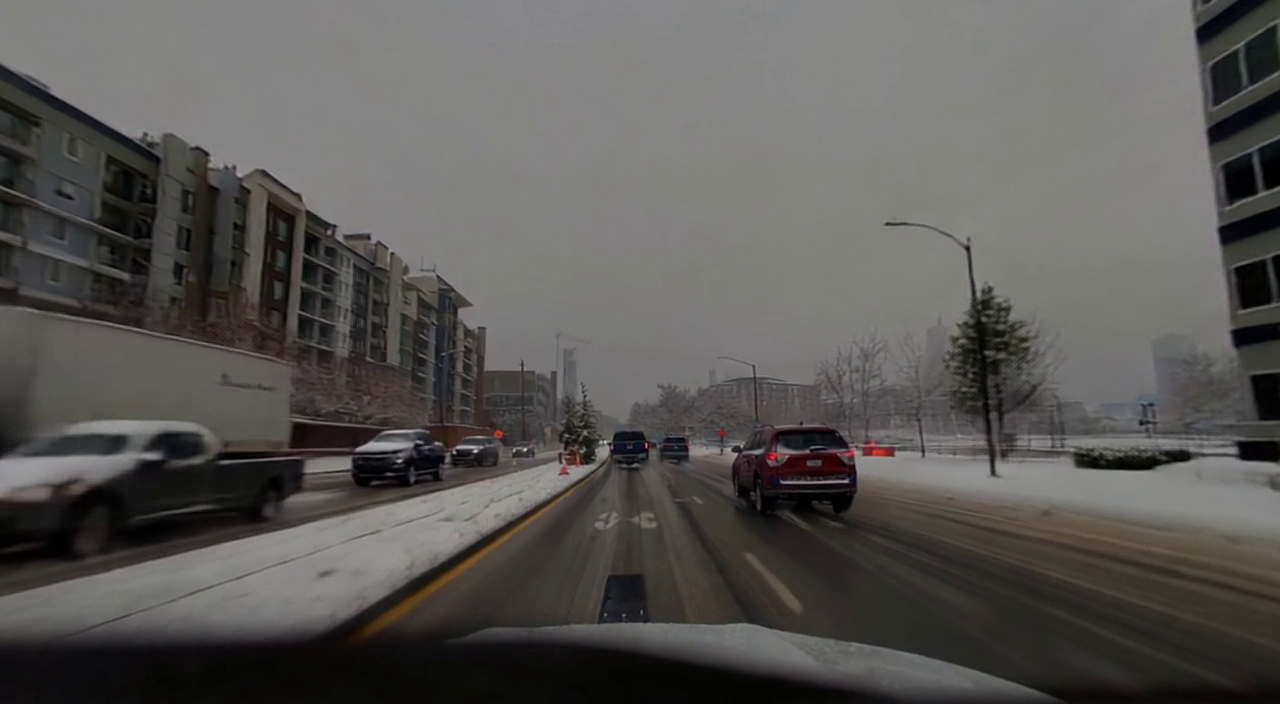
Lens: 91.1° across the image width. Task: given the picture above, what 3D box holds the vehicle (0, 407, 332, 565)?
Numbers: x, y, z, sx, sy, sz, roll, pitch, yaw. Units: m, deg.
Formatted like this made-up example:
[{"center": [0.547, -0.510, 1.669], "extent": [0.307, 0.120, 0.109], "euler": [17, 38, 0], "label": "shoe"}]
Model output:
[{"center": [-7.302, 1.930, 9.926], "extent": [2.437, 1.820, 4.827], "euler": [-1, -8, 0], "label": "vehicle"}]

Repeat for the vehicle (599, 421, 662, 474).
[{"center": [-0.526, 4.737, 31.141], "extent": [2.762, 2.309, 6.723], "euler": [0, -9, -2], "label": "vehicle"}]

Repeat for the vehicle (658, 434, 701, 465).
[{"center": [2.491, 6.359, 40.997], "extent": [2.187, 1.835, 5.471], "euler": [0, -8, -2], "label": "vehicle"}]

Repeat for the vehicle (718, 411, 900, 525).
[{"center": [3.075, 2.292, 12.966], "extent": [2.120, 1.828, 5.531], "euler": [0, -9, -1], "label": "vehicle"}]

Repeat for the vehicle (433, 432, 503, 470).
[{"center": [-9.510, 5.529, 35.182], "extent": [2.192, 1.923, 4.970], "euler": [-1, -9, 5], "label": "vehicle"}]

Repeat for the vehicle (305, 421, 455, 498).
[{"center": [-7.646, 3.232, 19.308], "extent": [2.296, 1.911, 5.688], "euler": [-2, -8, -1], "label": "vehicle"}]
